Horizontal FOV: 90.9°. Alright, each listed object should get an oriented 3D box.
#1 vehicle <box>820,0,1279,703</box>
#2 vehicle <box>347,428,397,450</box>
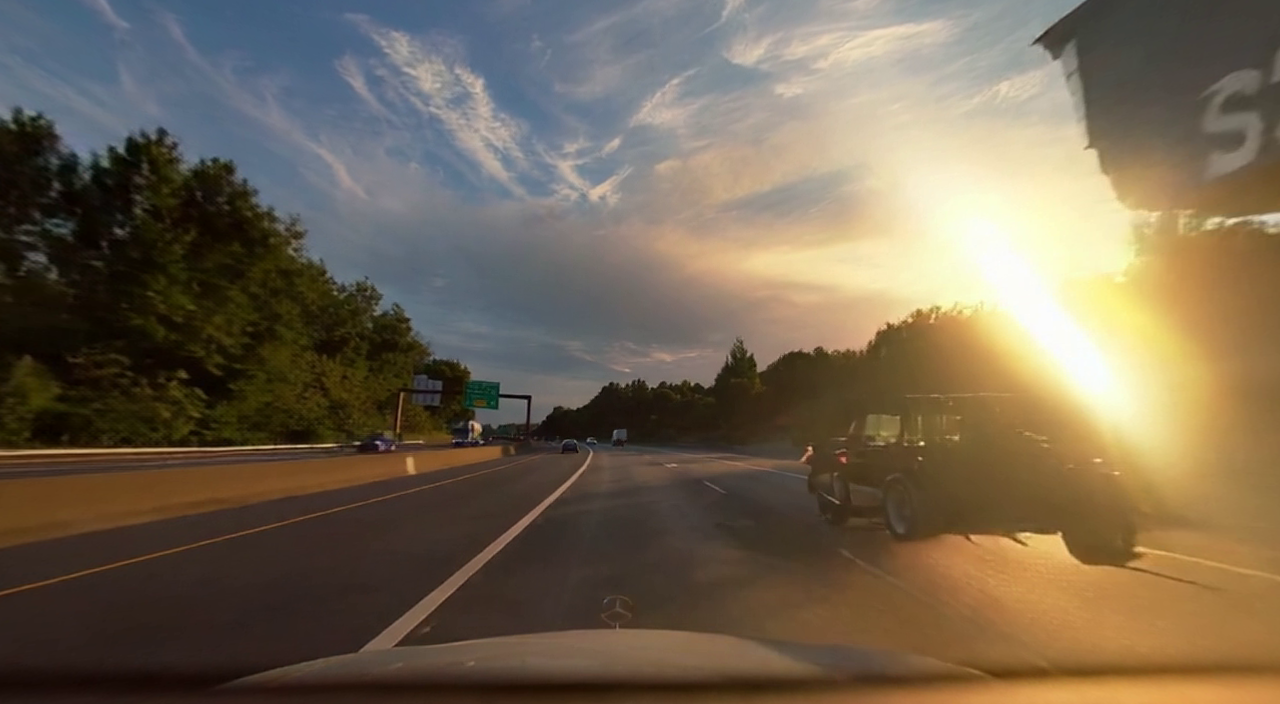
[{"bbox_3d":[4.178,-0.454,1.888,2.910,4.051,14.278,0,-8,-1],"label":"vehicle"},{"bbox_3d":[-20.091,6.546,47.382,1.905,1.567,4.492,0,-8,-2],"label":"vehicle"}]
